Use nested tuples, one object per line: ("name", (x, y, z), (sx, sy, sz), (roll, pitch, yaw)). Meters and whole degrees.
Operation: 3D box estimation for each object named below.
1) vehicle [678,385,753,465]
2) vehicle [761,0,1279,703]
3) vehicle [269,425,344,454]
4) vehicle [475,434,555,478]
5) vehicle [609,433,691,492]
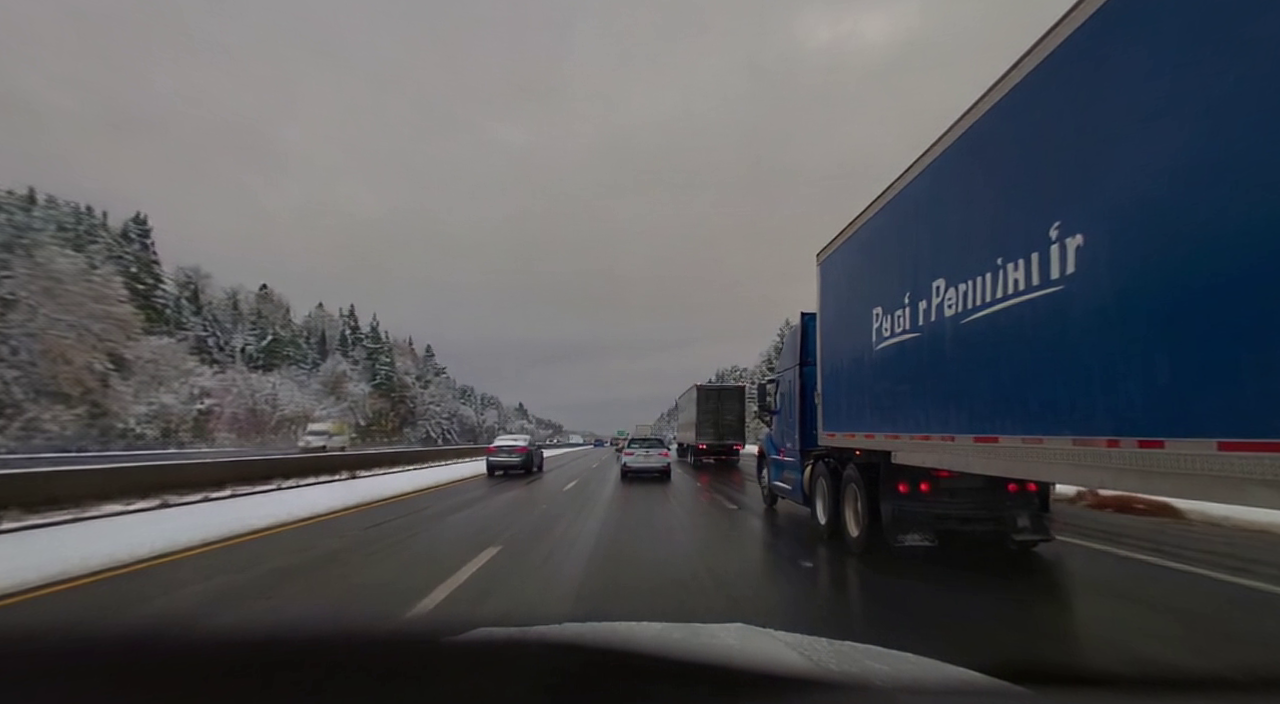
("vehicle", (4.253, 4.646, 39.082), (2.869, 4.067, 13.731), (0, -8, 0))
("vehicle", (4.266, 0.204, 6.733), (2.816, 4.070, 14.136), (0, -8, -1))
("vehicle", (-17.492, 4.609, 33.247), (1.805, 1.437, 3.799), (0, -7, 2))
("vehicle", (-4.522, 3.799, 23.475), (2.048, 1.452, 4.430), (0, -8, 0))
("vehicle", (0.238, 2.988, 17.478), (2.021, 1.435, 3.611), (0, -8, -1))
